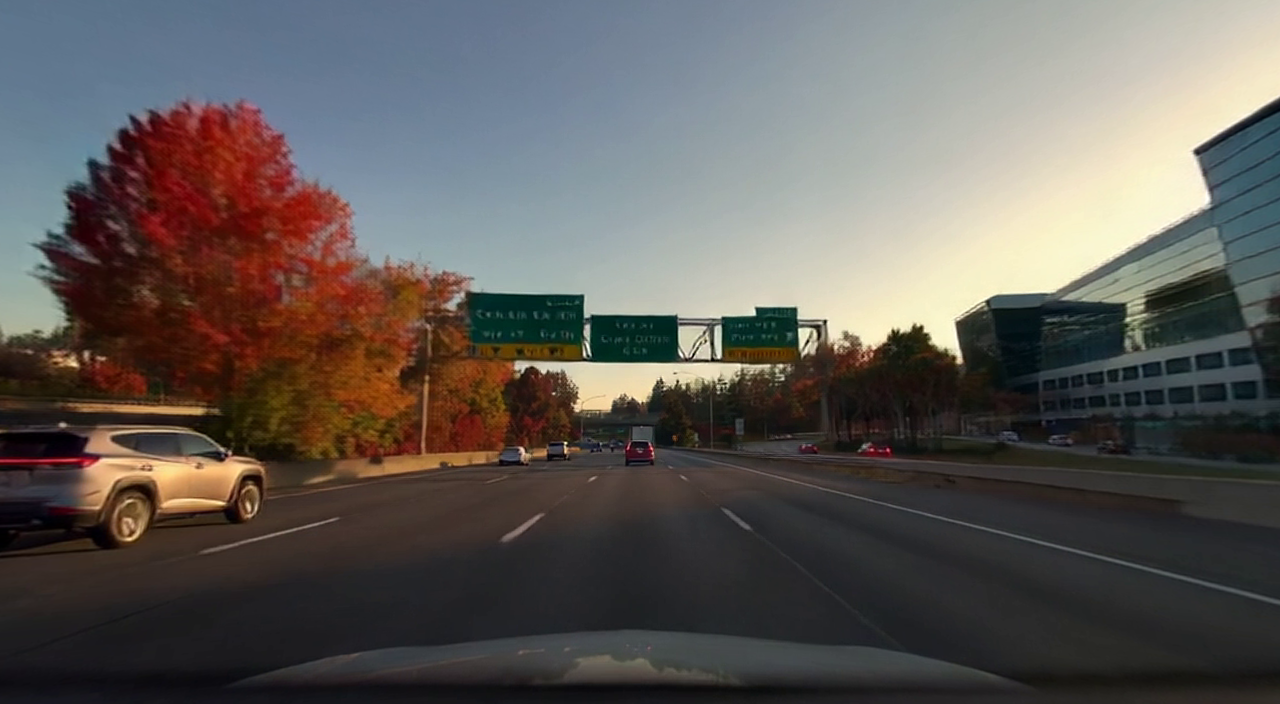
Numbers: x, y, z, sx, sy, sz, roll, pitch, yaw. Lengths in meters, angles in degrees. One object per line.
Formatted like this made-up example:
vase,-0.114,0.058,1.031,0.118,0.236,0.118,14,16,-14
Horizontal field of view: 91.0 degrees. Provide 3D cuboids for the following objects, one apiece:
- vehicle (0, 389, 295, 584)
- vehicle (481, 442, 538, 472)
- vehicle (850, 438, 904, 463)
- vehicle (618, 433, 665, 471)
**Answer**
vehicle,-7.120,1.638,8.436,2.146,1.834,4.999,0,-9,0
vehicle,-7.021,5.689,34.381,2.074,1.495,4.643,0,-9,0
vehicle,16.996,7.075,45.397,2.019,1.657,4.582,0,-9,0
vehicle,0.058,5.250,33.136,2.245,1.863,4.801,0,-9,0
